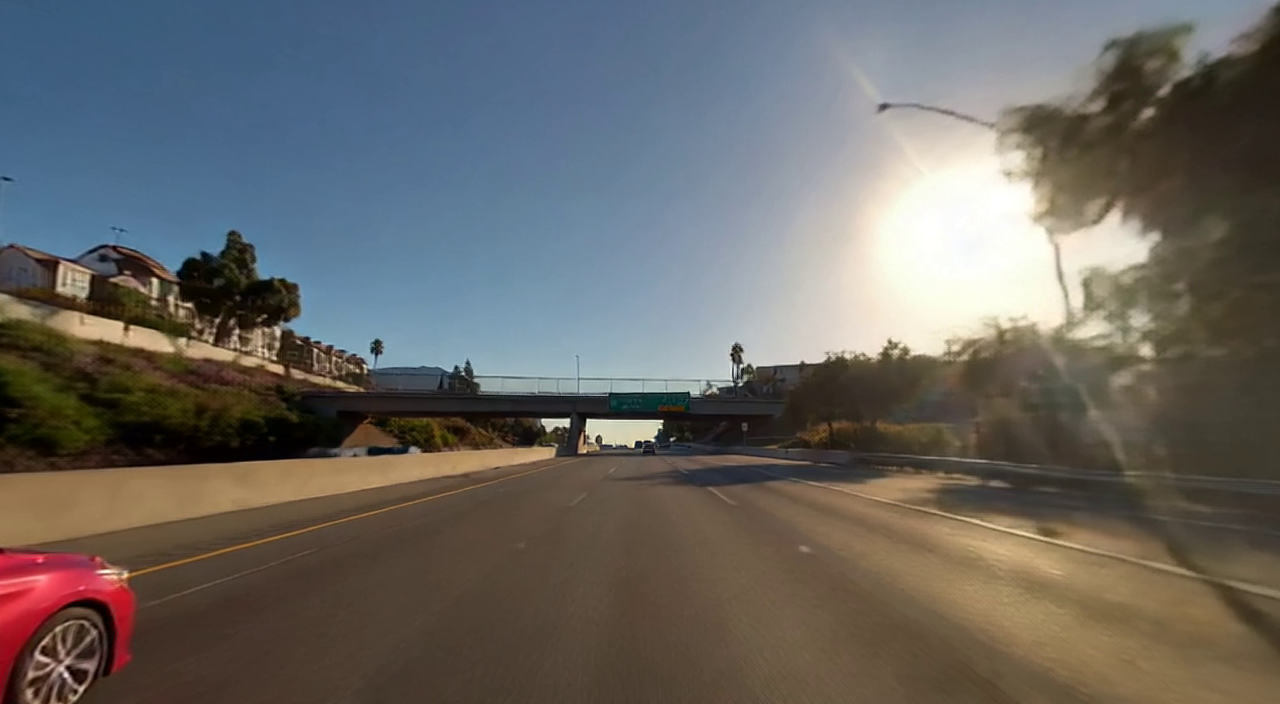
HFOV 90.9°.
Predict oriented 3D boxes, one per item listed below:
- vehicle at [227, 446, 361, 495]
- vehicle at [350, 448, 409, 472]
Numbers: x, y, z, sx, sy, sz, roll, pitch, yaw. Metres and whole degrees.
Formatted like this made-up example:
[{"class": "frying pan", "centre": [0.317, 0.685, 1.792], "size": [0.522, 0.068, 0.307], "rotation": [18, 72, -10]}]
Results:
[{"class": "vehicle", "centre": [-11.617, 3.974, 21.625], "size": [1.916, 1.478, 4.645], "rotation": [0, -8, 1]}, {"class": "vehicle", "centre": [-17.617, 7.325, 42.956], "size": [1.933, 1.508, 4.782], "rotation": [0, -8, 1]}]
